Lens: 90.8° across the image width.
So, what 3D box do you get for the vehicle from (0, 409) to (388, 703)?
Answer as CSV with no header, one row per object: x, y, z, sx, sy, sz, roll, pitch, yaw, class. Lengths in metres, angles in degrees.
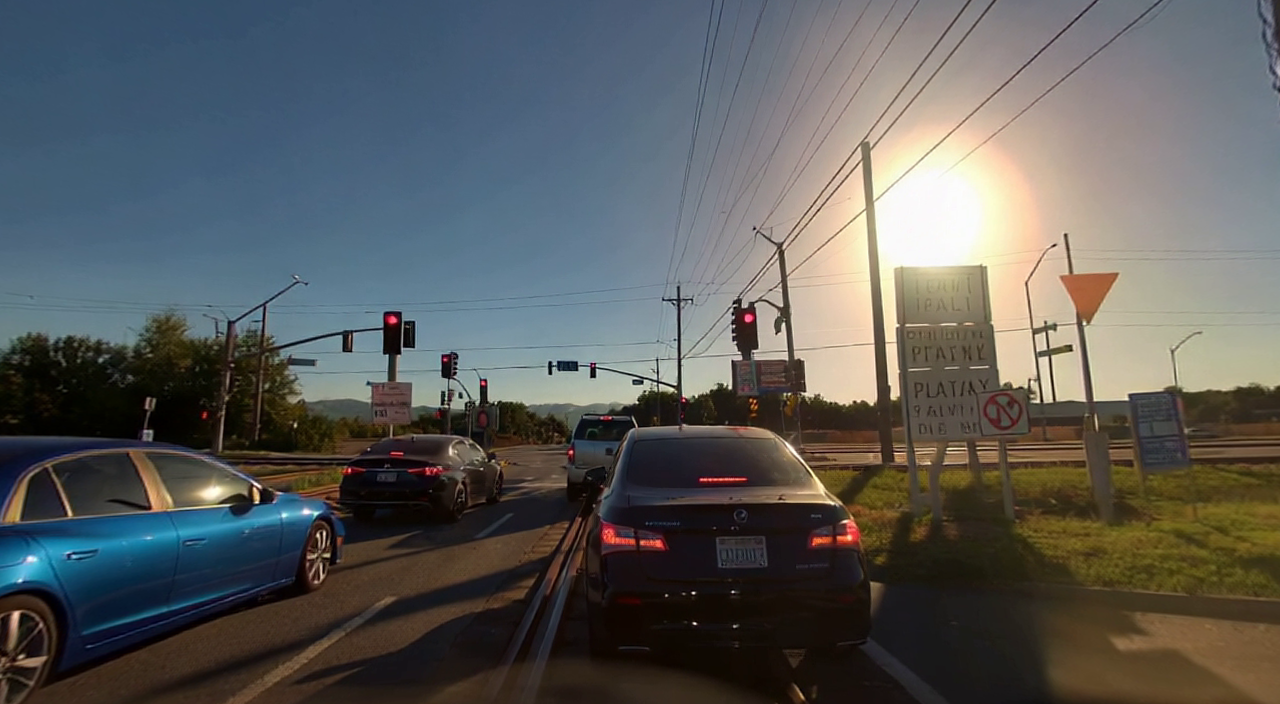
-3.717,1.256,4.511,1.956,1.468,4.585,0,-9,0,vehicle

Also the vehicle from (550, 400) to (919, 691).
0.402,1.327,5.448,1.998,1.529,3.960,1,-9,-3,vehicle

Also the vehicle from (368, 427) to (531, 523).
-3.361,2.253,12.075,1.984,1.505,4.047,0,-9,-2,vehicle
